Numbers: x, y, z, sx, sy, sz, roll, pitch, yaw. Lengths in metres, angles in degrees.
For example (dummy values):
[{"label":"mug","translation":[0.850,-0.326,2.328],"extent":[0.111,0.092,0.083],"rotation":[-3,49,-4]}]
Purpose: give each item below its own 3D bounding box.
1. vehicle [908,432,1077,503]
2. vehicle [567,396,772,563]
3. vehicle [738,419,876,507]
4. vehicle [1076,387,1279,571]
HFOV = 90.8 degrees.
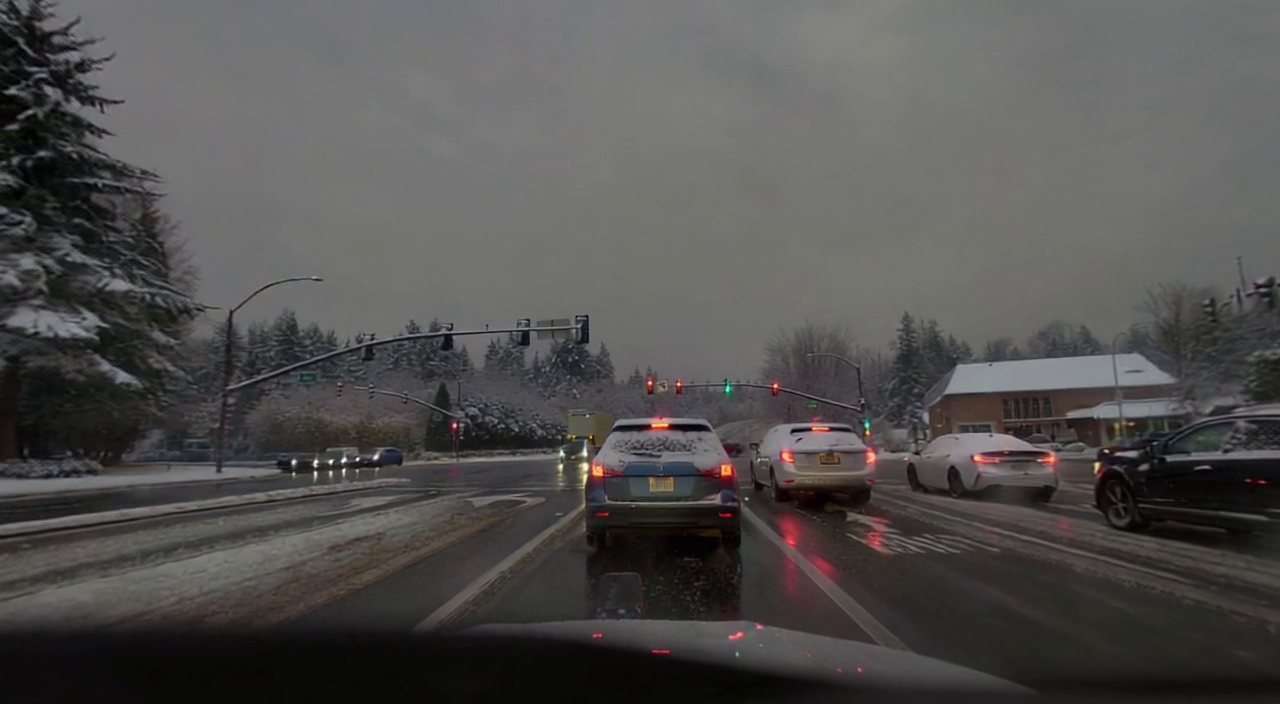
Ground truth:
[{"label":"vehicle","translation":[8.297,2.754,15.419],"extent":[1.862,1.471,4.297],"rotation":[-1,-9,4]},{"label":"vehicle","translation":[0.276,1.694,9.009],"extent":[2.211,1.795,4.179],"rotation":[0,-9,-1]},{"label":"vehicle","translation":[3.774,2.631,15.326],"extent":[2.188,1.774,4.646],"rotation":[-1,-9,2]},{"label":"vehicle","translation":[7.372,1.351,6.898],"extent":[2.074,1.791,4.393],"rotation":[0,-9,1]}]
